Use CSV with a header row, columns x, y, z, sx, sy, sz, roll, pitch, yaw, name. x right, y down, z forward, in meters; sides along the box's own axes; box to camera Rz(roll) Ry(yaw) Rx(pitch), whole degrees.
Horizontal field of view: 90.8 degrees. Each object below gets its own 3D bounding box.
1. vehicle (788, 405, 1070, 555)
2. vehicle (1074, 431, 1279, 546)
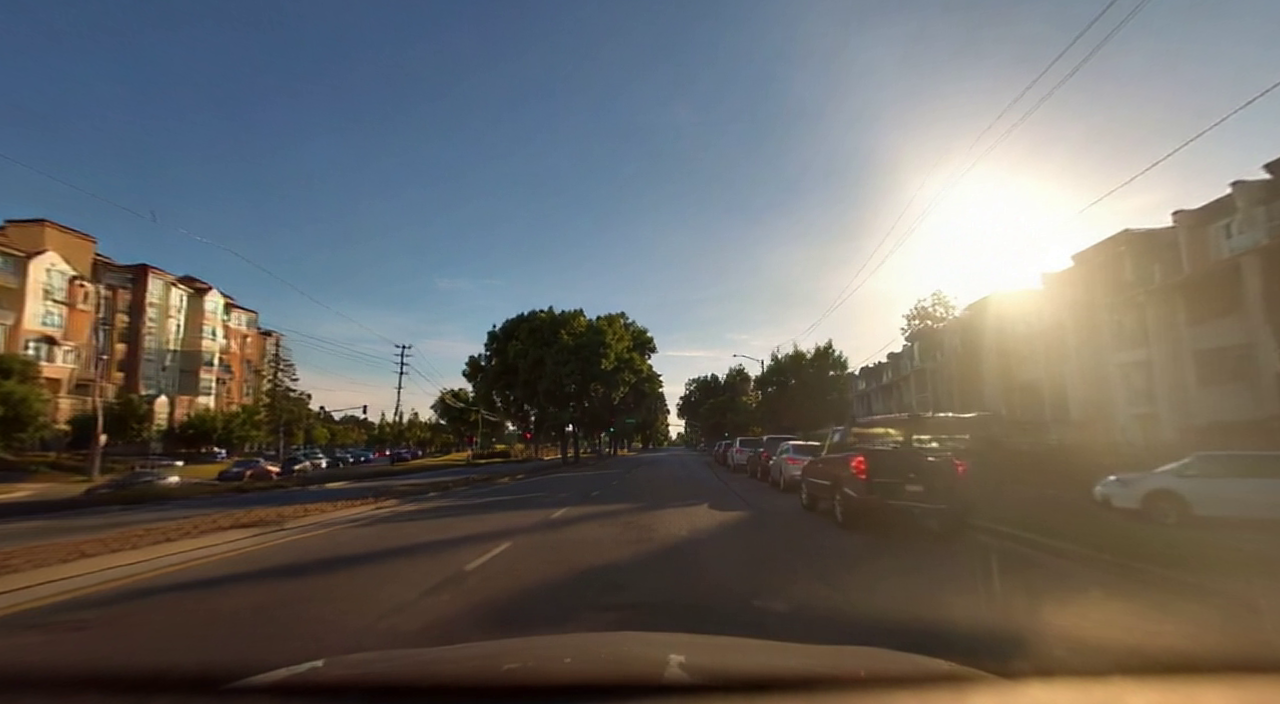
x,y,z,sx,sy,sz,roll,pitch,yaw,name
4.123,1.932,10.305,2.359,1.817,4.985,0,-8,2,vehicle
10.170,2.146,10.220,2.038,1.680,4.660,7,-11,-38,vehicle
